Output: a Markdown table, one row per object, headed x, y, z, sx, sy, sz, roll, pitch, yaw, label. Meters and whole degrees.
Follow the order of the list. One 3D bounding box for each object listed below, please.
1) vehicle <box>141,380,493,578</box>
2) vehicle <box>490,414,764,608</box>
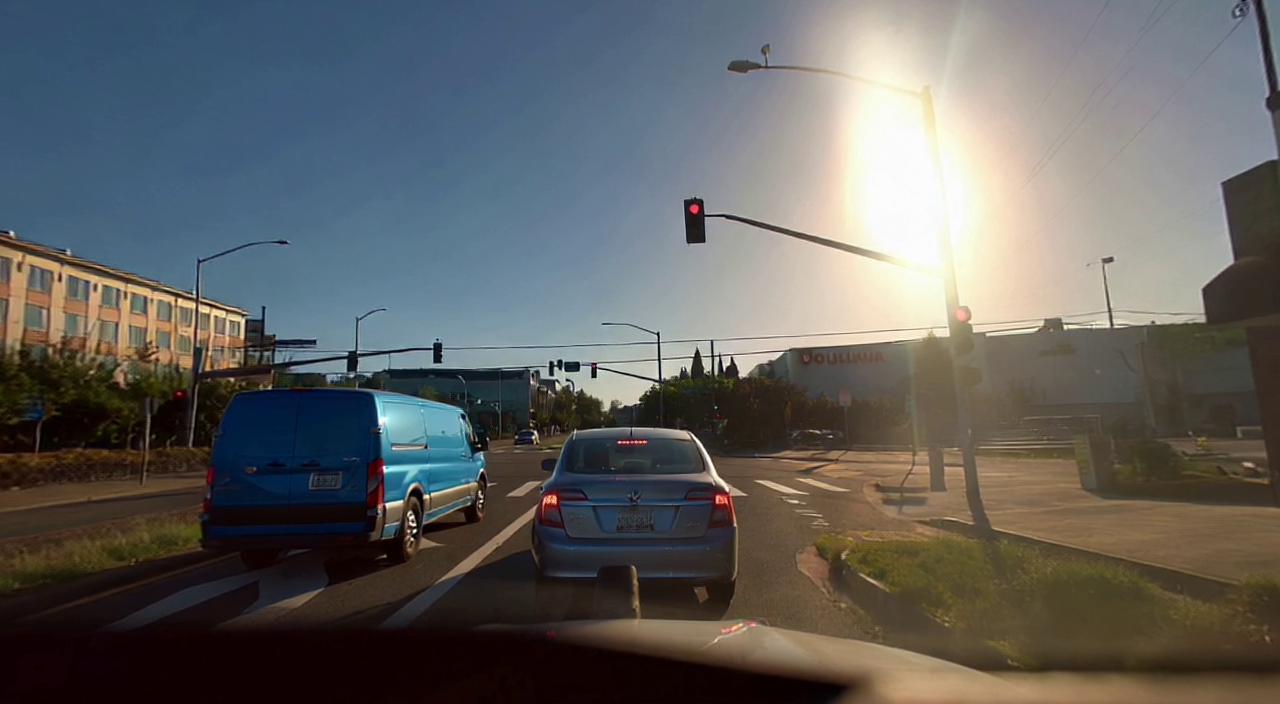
| x | y | z | sx | sy | sz | roll | pitch | yaw | label |
| --- | --- | --- | --- | --- | --- | --- | --- | --- | --- |
| -3.581 | 1.512 | 8.423 | 2.076 | 1.820 | 5.100 | 0 | -8 | -1 | vehicle |
| -0.107 | 1.464 | 6.777 | 2.064 | 1.452 | 3.942 | 0 | -8 | 0 | vehicle |
